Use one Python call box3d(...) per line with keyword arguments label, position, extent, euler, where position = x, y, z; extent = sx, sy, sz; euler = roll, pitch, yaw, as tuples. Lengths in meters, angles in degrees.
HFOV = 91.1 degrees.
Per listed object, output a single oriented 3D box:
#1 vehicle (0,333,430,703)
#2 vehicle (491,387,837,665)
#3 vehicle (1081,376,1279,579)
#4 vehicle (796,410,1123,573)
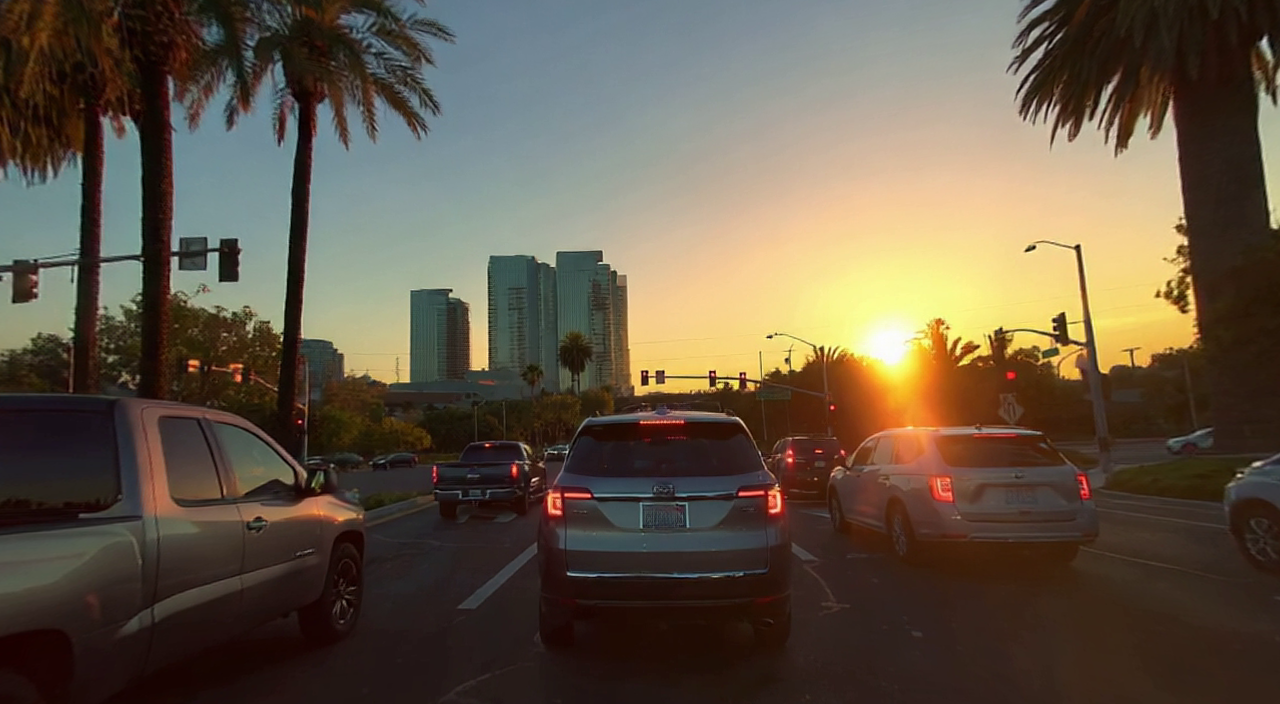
box3d(label="vehicle", position=(-3.154, 1.082, 3.904), extent=(2.171, 1.702, 4.416), euler=(0, -9, 0))
box3d(label="vehicle", position=(0.178, 1.377, 6.019), extent=(2.123, 1.704, 4.128), euler=(0, -9, 1))
box3d(label="vehicle", position=(7.318, 1.179, 5.825), extent=(2.337, 1.925, 5.728), euler=(0, -8, 1))
box3d(label="vehicle", position=(4.028, 1.861, 9.289), extent=(2.072, 1.704, 5.170), euler=(0, -9, -1))
